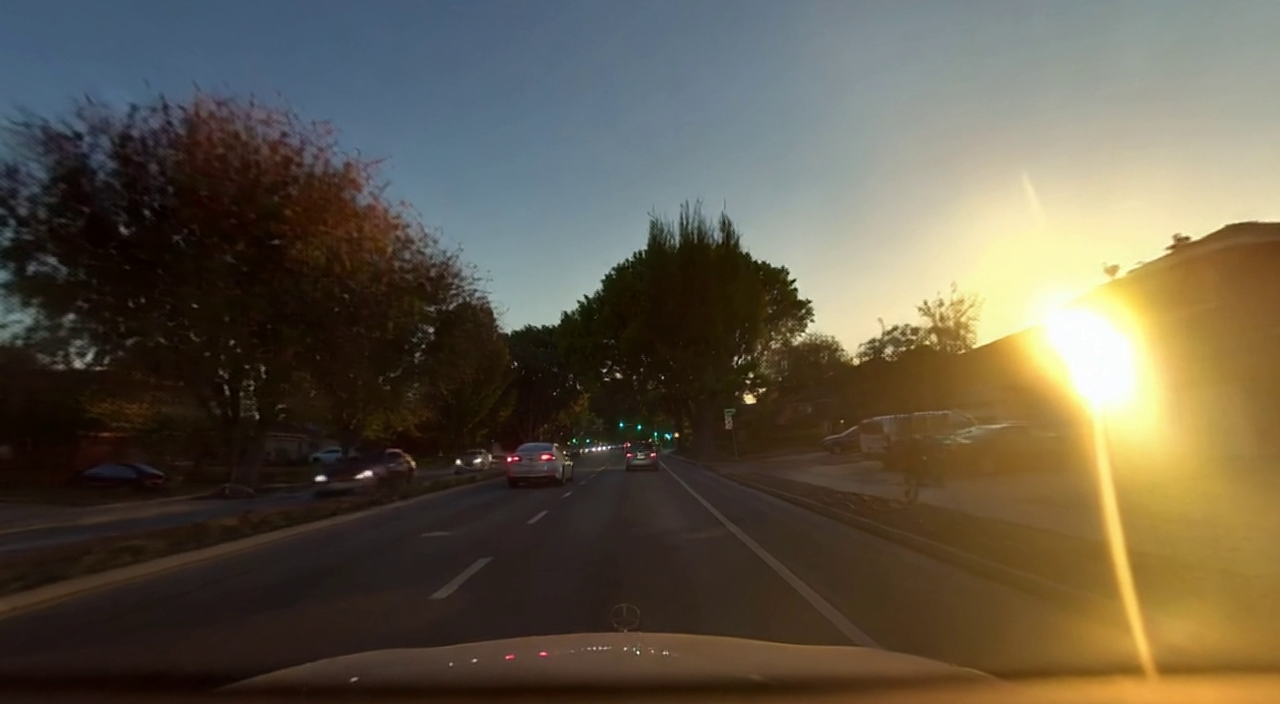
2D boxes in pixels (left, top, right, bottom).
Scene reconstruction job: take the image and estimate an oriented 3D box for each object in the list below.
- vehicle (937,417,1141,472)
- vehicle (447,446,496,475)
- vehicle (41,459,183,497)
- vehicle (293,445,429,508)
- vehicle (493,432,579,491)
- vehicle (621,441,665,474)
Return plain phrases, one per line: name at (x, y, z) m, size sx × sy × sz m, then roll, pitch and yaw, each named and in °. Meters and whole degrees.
vehicle at (11.326, 2.660, 18.203) m, size 4.573 × 1.461 × 1.867 m, roll 0°, pitch -8°, yaw 0°
vehicle at (-11.863, 7.628, 44.777) m, size 2.070 × 1.752 × 4.629 m, roll -5°, pitch -8°, yaw 0°
vehicle at (-22.793, 5.433, 27.405) m, size 4.370 × 1.496 × 1.887 m, roll 0°, pitch -8°, yaw -3°
vehicle at (-8.159, 3.640, 19.022) m, size 1.983 × 1.538 × 4.575 m, roll -3°, pitch -8°, yaw 1°
vehicle at (-3.388, 3.673, 21.583) m, size 2.157 × 1.771 × 4.452 m, roll 0°, pitch -8°, yaw 0°
vehicle at (0.110, 5.223, 31.580) m, size 2.062 × 1.518 × 3.901 m, roll 0°, pitch -8°, yaw 0°
